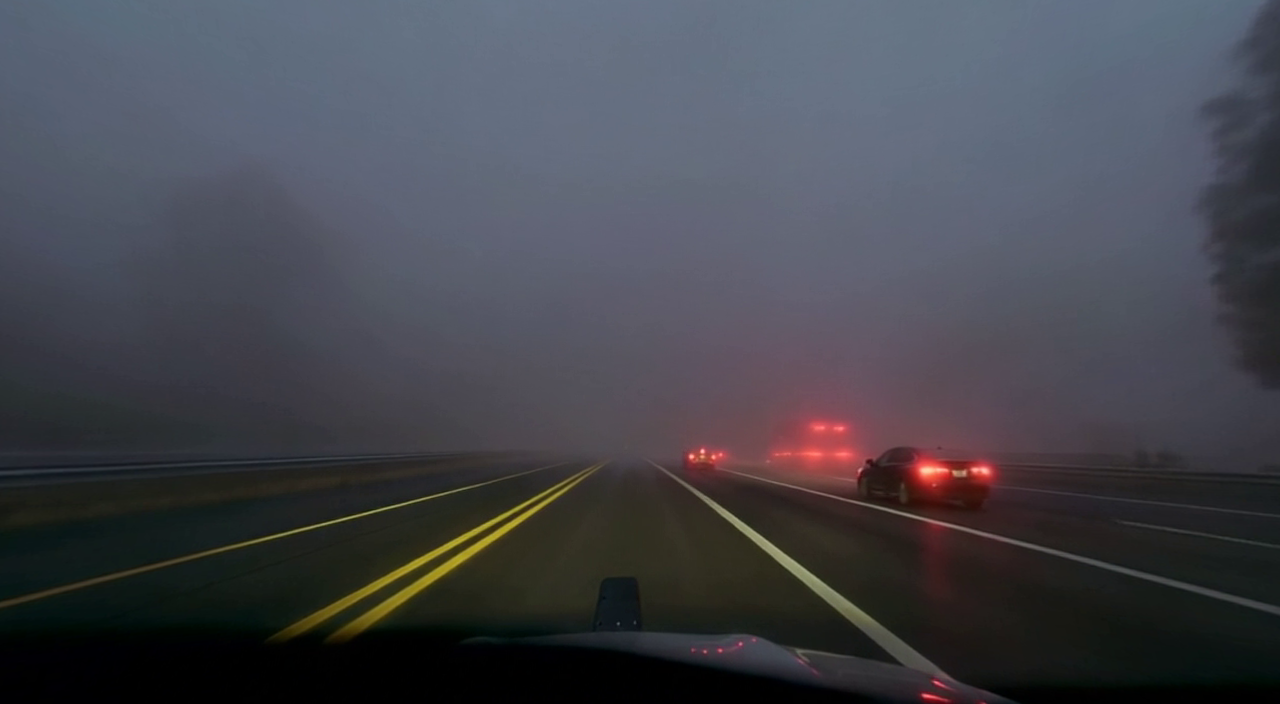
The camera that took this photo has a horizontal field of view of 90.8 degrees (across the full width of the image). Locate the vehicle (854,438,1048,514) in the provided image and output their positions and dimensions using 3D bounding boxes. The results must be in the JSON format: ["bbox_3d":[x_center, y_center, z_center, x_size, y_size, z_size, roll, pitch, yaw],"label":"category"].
[{"bbox_3d":[7.081,2.845,15.155,2.046,1.509,4.929,0,-8,-2],"label":"vehicle"}]

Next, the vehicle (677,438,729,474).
[{"bbox_3d":[3.268,5.509,33.760,2.141,1.785,4.778,0,-8,-2],"label":"vehicle"}]
